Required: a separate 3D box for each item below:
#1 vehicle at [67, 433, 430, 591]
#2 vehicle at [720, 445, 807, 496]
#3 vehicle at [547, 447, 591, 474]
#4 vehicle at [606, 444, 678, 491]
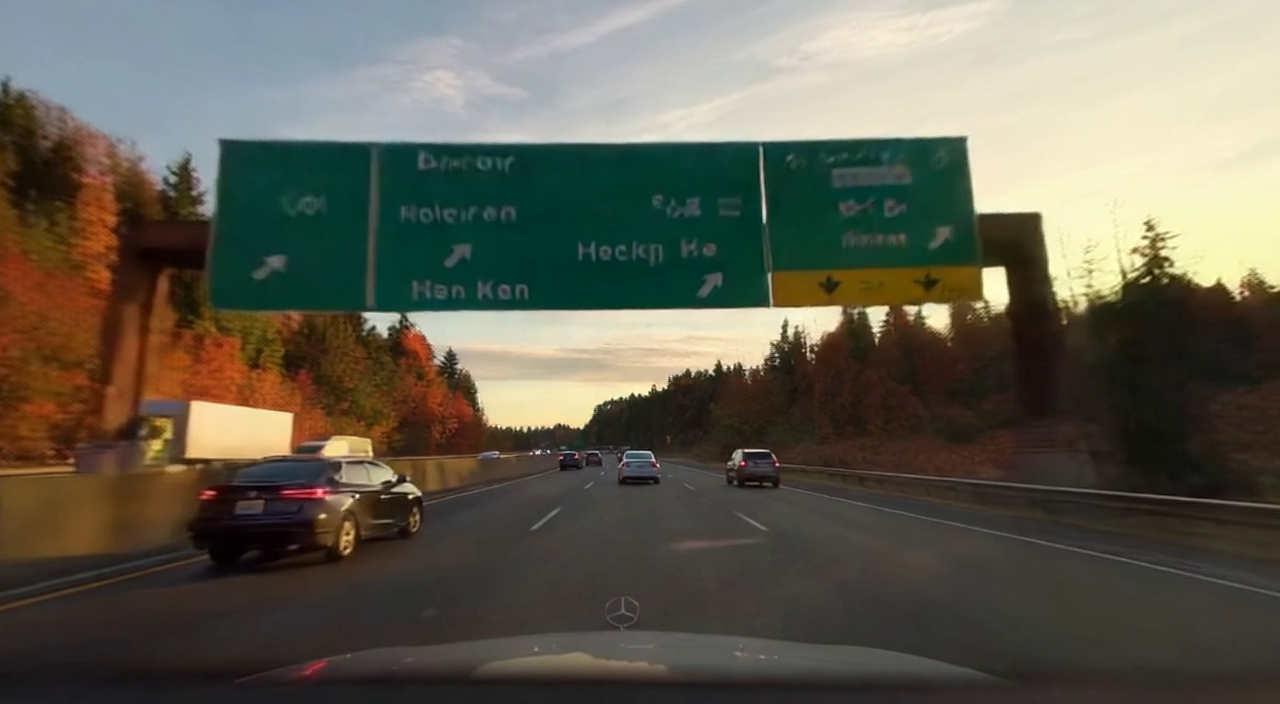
[{"bbox_3d":[-4.416,1.839,8.062,2.017,1.469,4.113,0,-9,-1],"label":"vehicle"},{"bbox_3d":[4.120,4.033,21.757,2.035,1.571,4.413,0,-9,-1],"label":"vehicle"},{"bbox_3d":[-4.746,7.387,42.819,2.545,1.679,4.267,0,-9,-1],"label":"vehicle"},{"bbox_3d":[0.034,4.569,25.126,2.634,1.679,4.070,0,-9,-1],"label":"vehicle"}]
